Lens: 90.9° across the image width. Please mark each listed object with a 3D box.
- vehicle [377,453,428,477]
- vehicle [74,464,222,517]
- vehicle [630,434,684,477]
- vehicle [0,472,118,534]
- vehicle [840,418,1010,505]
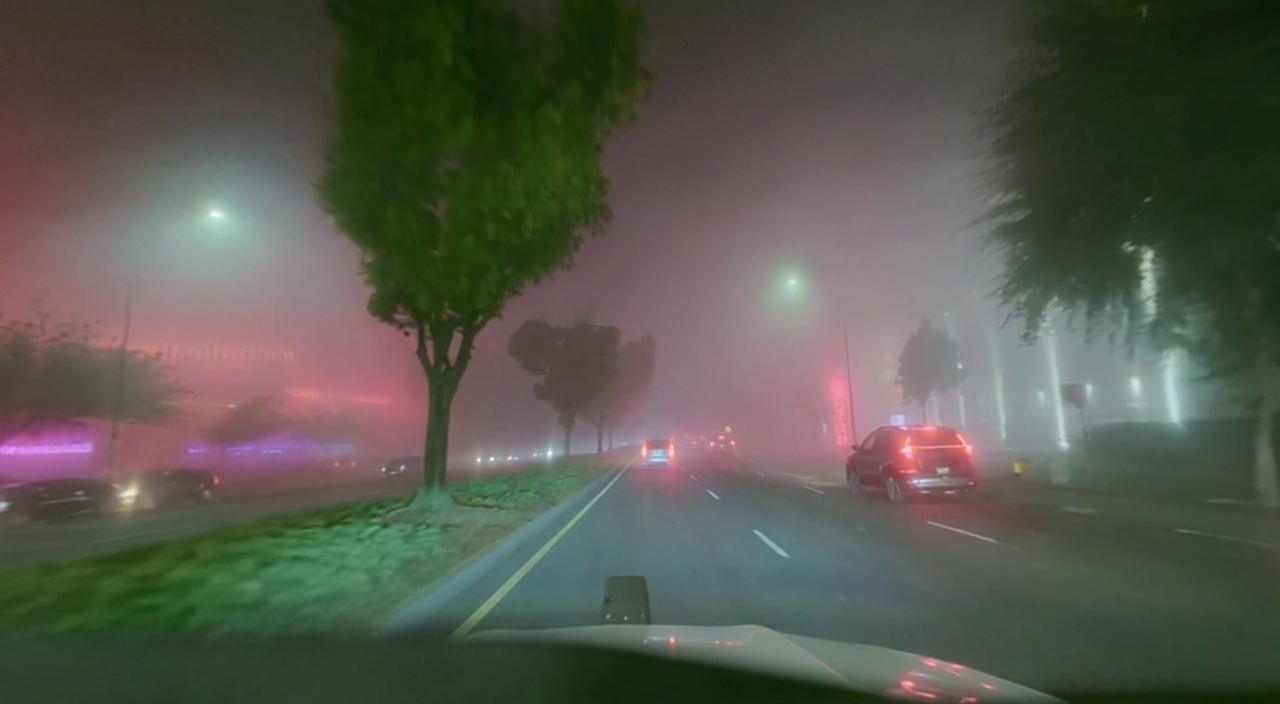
[{"bbox_3d":[-17.991,8.579,47.938,1.947,1.609,4.589,-1,-8,2],"label":"vehicle"},{"bbox_3d":[-18.396,5.149,23.906,1.866,1.659,4.597,0,-8,0],"label":"vehicle"},{"bbox_3d":[0.680,4.379,26.900,2.125,1.669,3.880,0,-8,0],"label":"vehicle"},{"bbox_3d":[-18.543,4.483,18.910,1.817,1.540,4.548,0,-8,1],"label":"vehicle"},{"bbox_3d":[6.715,2.631,15.578,1.963,1.783,4.722,0,-8,0],"label":"vehicle"}]
